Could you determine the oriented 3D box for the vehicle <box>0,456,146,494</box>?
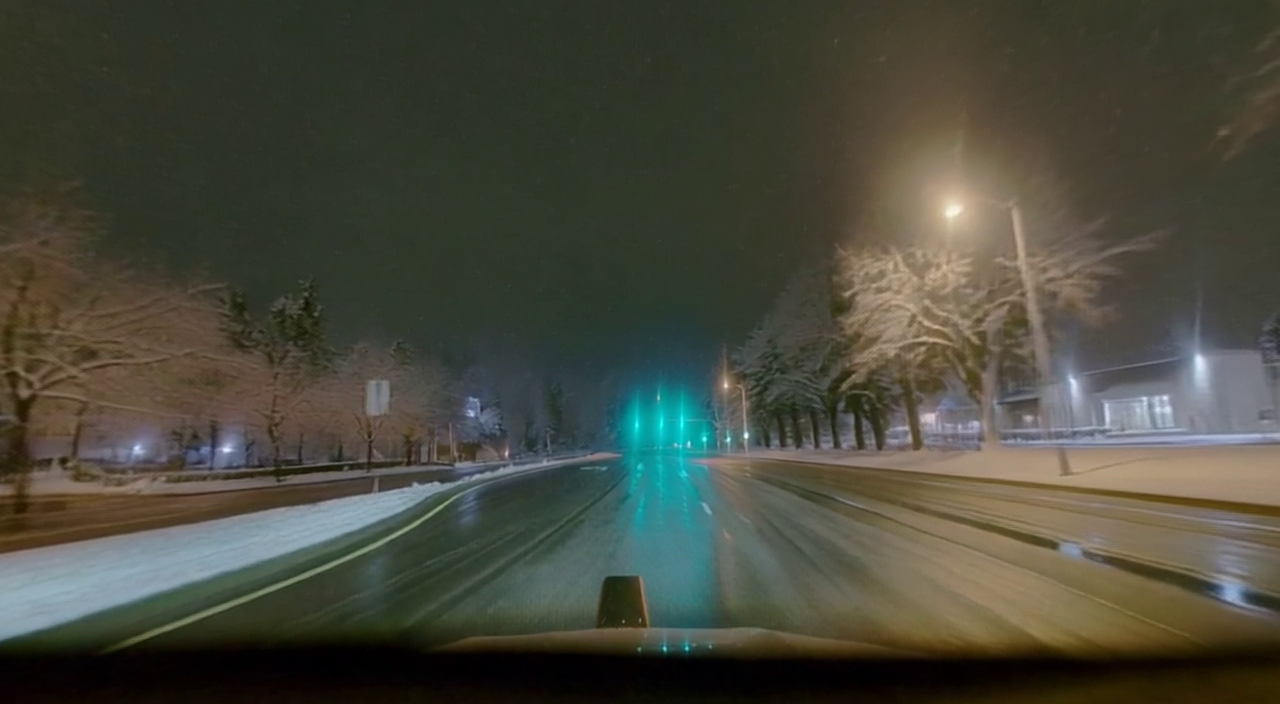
[{"bbox_3d":[-32.013,6.901,35.712,2.510,1.873,5.815,-2,-9,10],"label":"vehicle"}]
